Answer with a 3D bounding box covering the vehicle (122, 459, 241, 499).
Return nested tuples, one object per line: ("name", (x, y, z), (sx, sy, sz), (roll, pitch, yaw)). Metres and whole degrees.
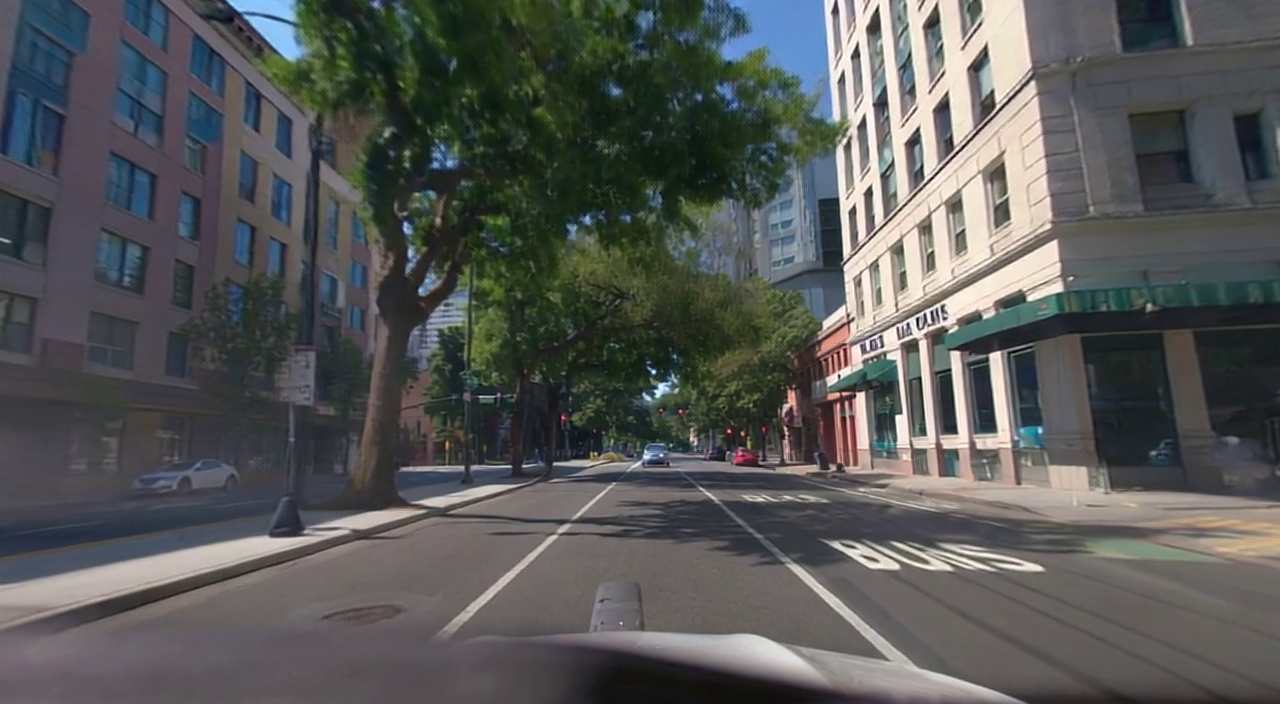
("vehicle", (-20.029, 5.548, 27.875), (1.840, 1.440, 4.442), (-3, -9, 2))
